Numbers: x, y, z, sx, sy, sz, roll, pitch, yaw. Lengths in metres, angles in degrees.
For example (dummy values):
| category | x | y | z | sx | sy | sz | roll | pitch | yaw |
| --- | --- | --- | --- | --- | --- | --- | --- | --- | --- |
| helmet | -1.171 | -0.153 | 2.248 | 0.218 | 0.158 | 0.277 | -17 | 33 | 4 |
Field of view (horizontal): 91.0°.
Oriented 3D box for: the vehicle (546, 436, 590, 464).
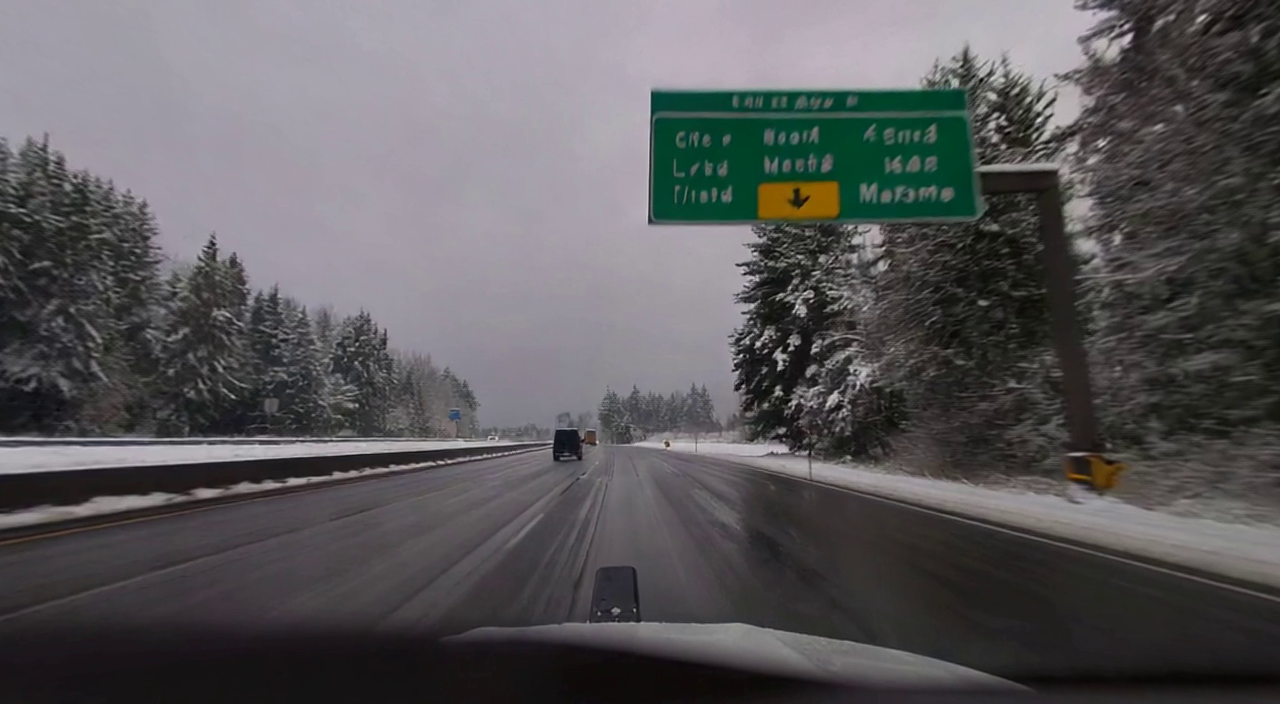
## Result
| category | x | y | z | sx | sy | sz | roll | pitch | yaw |
| --- | --- | --- | --- | --- | --- | --- | --- | --- | --- |
| vehicle | -4.400 | 6.096 | 39.175 | 2.217 | 1.604 | 4.614 | 0 | -8 | -1 |
